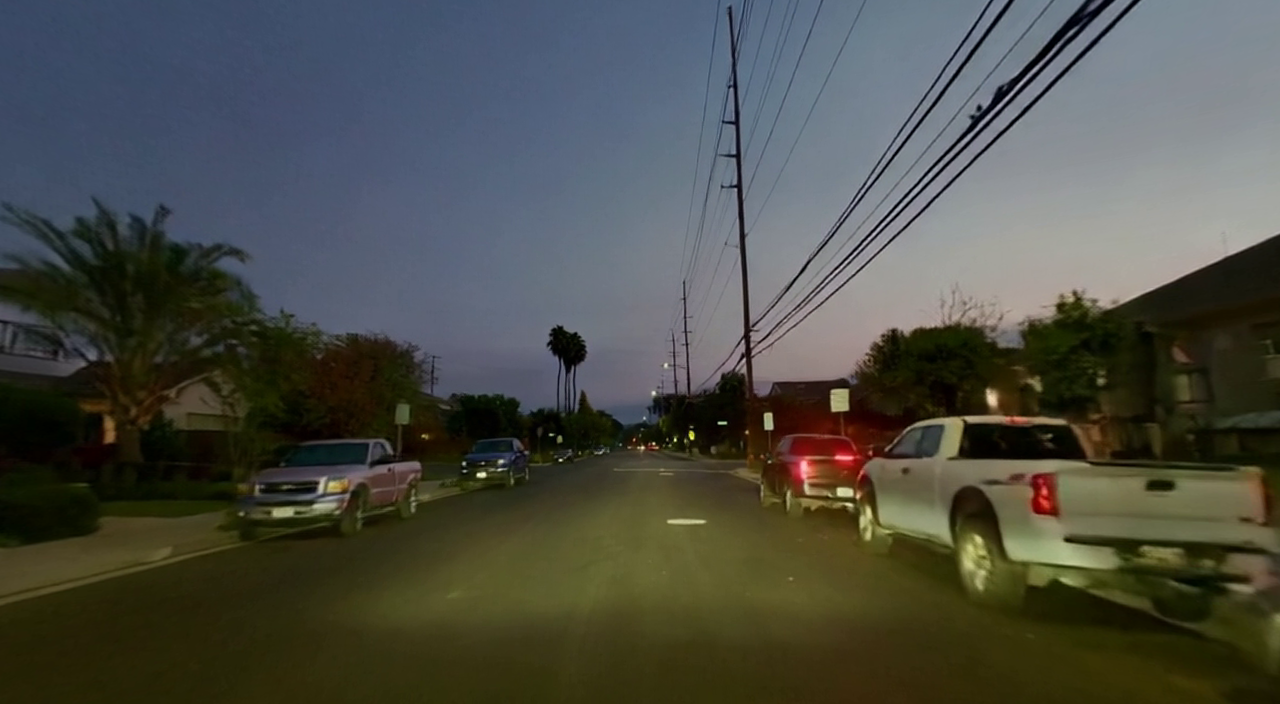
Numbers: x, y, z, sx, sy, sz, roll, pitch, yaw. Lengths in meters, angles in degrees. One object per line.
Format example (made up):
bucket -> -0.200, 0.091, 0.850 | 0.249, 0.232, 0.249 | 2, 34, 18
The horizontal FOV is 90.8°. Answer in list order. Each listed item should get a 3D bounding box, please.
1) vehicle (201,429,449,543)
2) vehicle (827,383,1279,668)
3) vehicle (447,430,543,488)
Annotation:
vehicle -> -5.711, 2.471, 12.398 | 2.226, 1.768, 4.780 | 0, -8, 2
vehicle -> 3.550, 1.418, 6.310 | 1.979, 1.762, 4.621 | 0, -8, 1
vehicle -> -5.660, 4.292, 25.717 | 2.455, 2.045, 6.171 | 0, -8, 0
